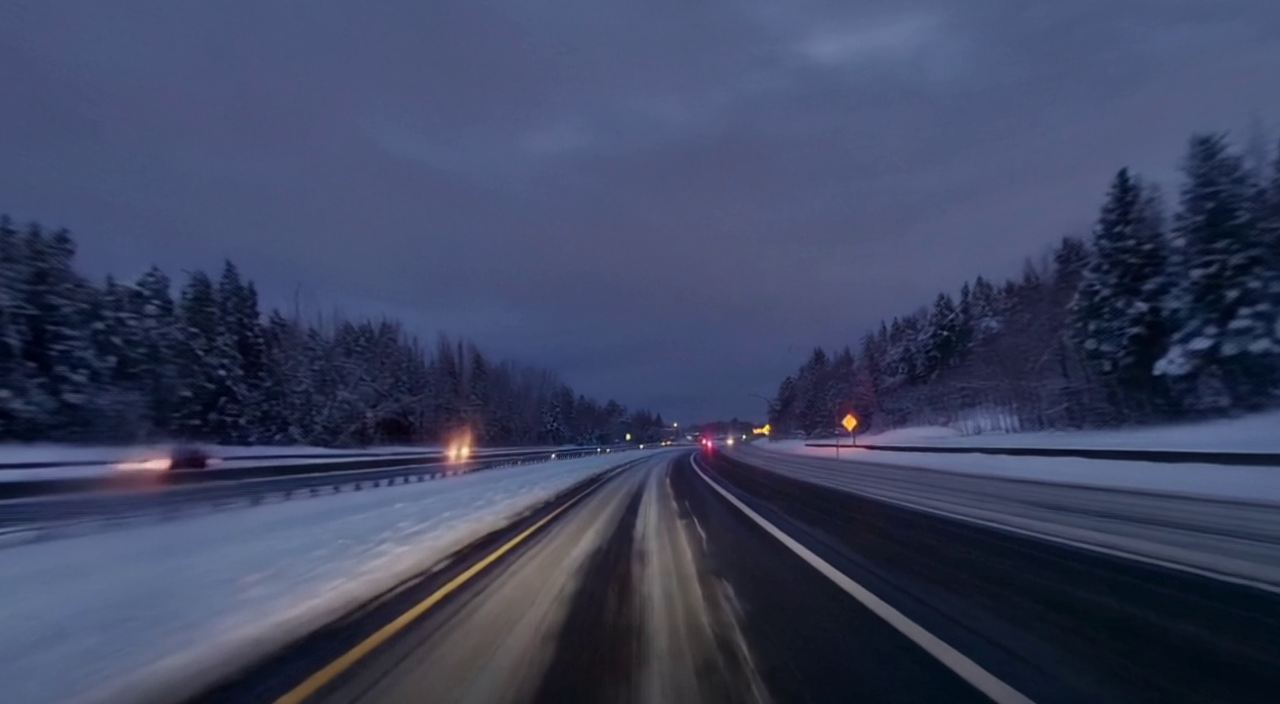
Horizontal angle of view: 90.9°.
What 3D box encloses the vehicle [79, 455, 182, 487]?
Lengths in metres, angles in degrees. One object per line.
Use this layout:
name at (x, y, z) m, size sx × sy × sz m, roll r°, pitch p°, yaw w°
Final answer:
vehicle at (-29.628, 6.908, 36.893) m, size 1.911 × 1.616 × 4.812 m, roll 0°, pitch -9°, yaw 2°
